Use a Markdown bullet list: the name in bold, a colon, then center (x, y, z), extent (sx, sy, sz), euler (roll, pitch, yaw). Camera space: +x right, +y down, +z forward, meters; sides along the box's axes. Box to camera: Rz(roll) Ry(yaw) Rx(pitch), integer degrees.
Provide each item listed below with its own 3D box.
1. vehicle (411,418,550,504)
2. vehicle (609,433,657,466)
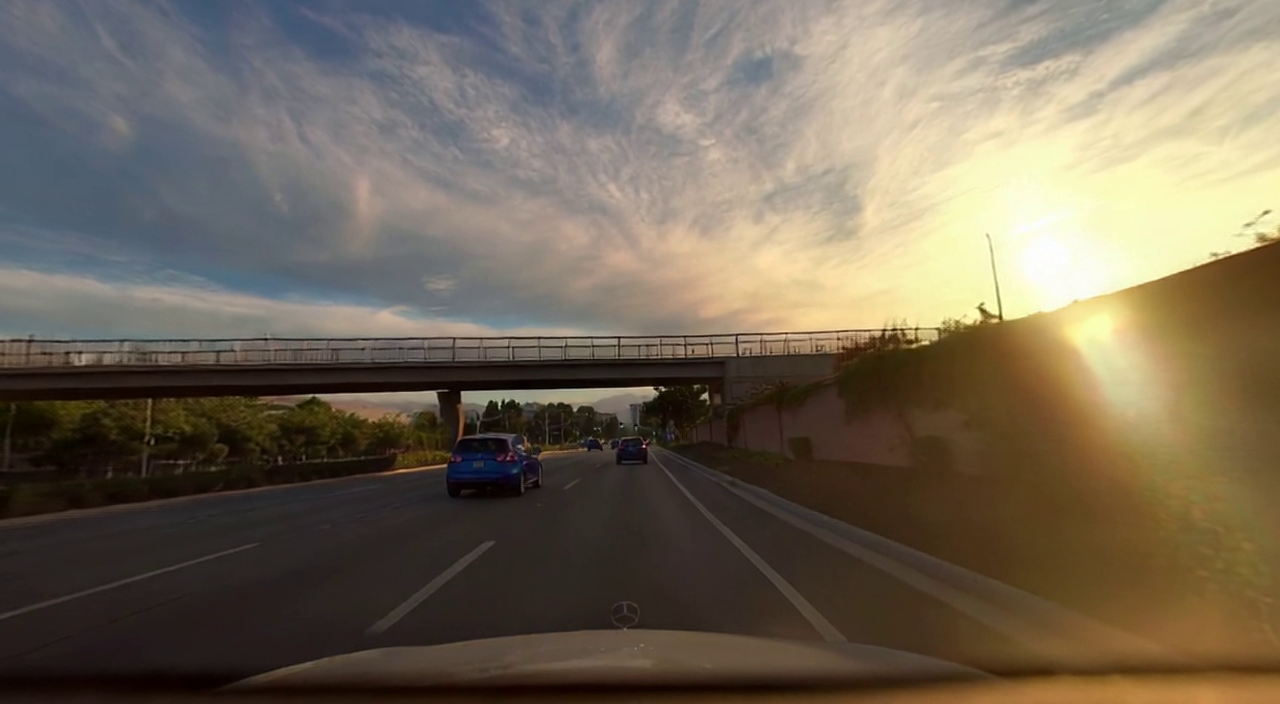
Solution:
- **vehicle**: center (-3.738, 2.674, 15.842), extent (2.223, 1.771, 4.581), euler (-2, -8, 1)
- **vehicle**: center (-0.342, 4.886, 31.754), extent (2.205, 1.509, 4.272), euler (0, -8, 0)
